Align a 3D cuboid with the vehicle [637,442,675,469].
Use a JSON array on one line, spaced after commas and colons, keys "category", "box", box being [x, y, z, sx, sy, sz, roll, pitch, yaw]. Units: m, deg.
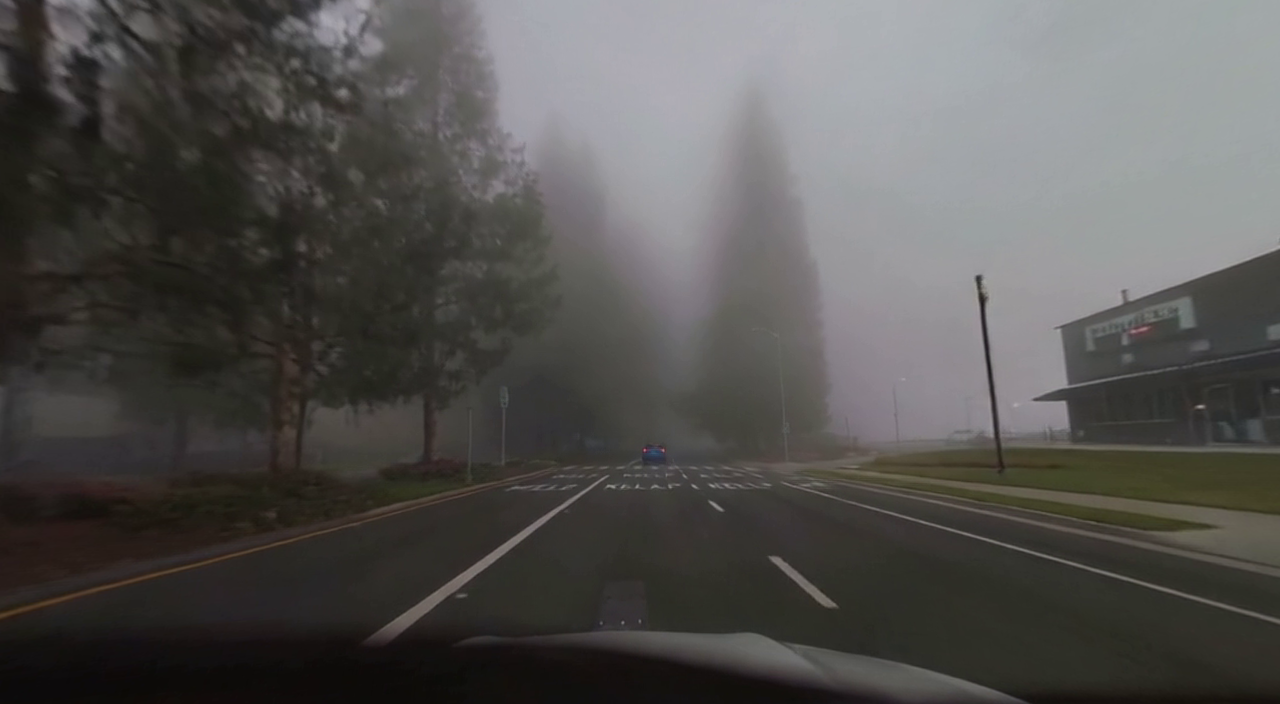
[{"category": "vehicle", "box": [0.936, 6.181, 37.719, 2.144, 1.505, 4.128, 0, -9, 1]}]
